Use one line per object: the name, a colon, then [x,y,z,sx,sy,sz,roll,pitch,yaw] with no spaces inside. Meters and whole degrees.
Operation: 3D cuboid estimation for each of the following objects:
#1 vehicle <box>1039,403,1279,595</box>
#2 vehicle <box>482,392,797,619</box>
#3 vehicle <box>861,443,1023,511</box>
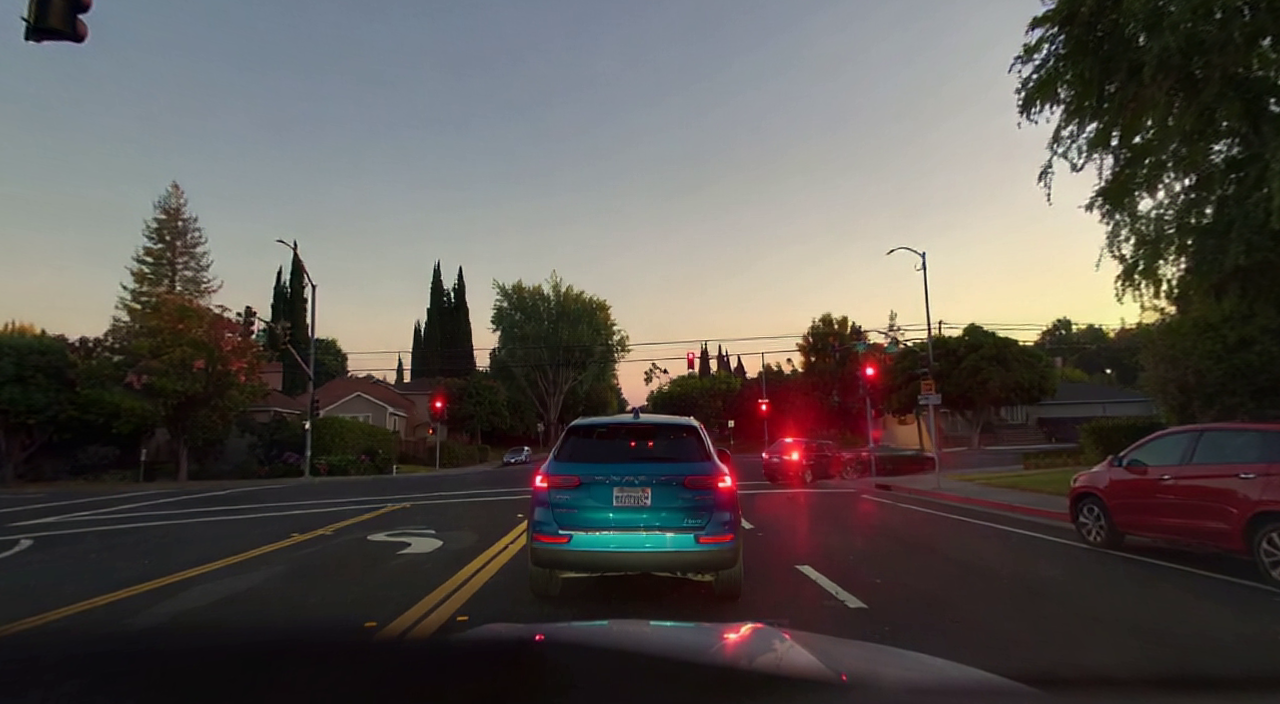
vehicle: [7.016,1.545,7.050,1.989,1.791,4.735,0,-8,0]
vehicle: [0.026,1.456,6.923,2.322,1.667,4.367,0,-8,1]
vehicle: [7.276,3.012,15.810,1.860,1.436,4.479,0,-8,0]
